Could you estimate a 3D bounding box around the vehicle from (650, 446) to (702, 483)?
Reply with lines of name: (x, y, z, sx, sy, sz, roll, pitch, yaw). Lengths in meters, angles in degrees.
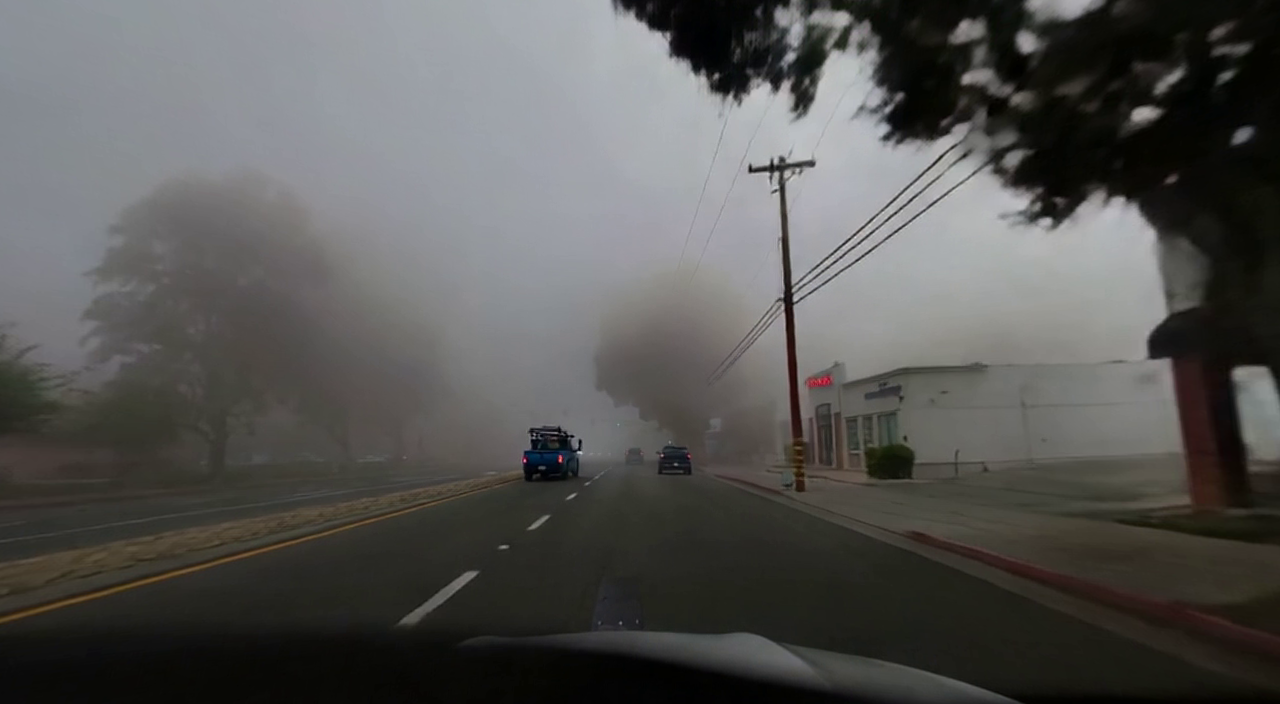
vehicle: (1.518, 5.044, 28.560, 2.103, 1.487, 4.101, 0, -9, 0)

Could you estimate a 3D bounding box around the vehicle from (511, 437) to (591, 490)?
vehicle: (-3.294, 4.270, 24.485, 2.464, 1.777, 5.128, 0, -9, -1)
